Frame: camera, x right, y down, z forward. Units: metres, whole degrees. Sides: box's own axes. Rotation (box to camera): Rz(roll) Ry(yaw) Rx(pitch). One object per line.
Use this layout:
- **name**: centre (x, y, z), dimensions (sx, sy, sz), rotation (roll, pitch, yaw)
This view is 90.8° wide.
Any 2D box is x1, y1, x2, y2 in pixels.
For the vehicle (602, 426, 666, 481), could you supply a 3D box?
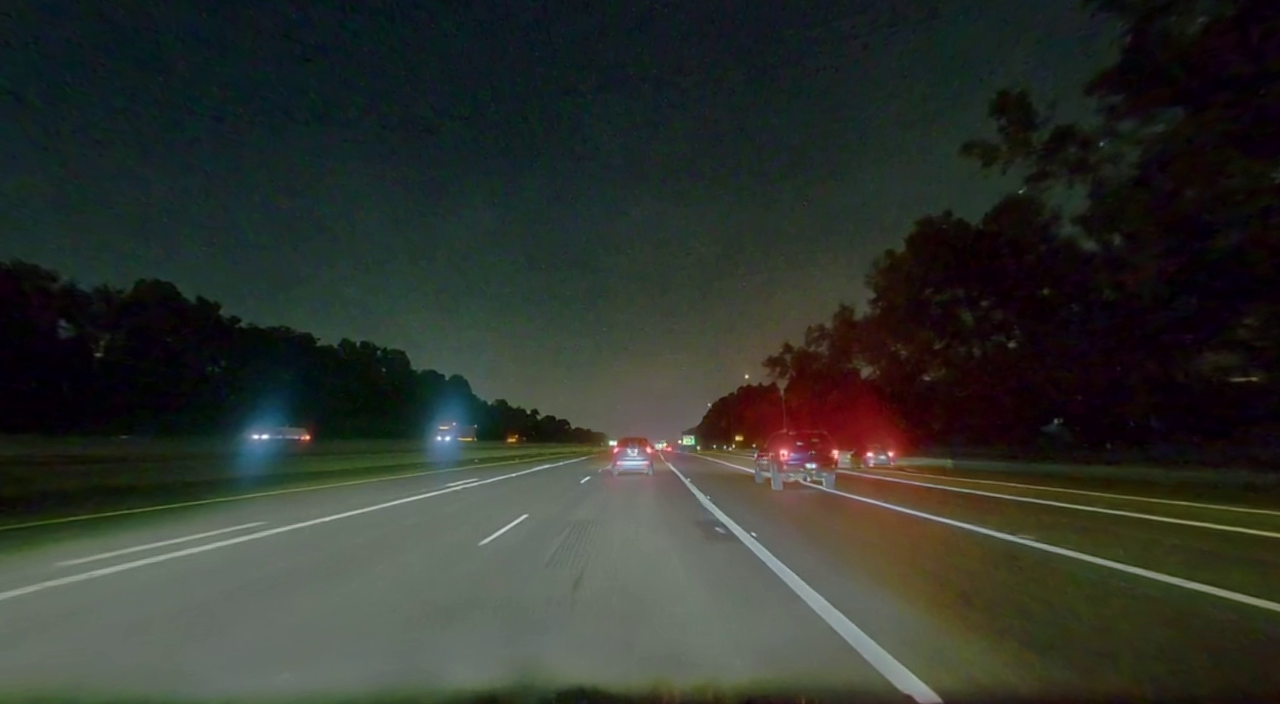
- **vehicle**: centre (-0.178, 3.911, 24.637), dimensions (2.269, 1.924, 4.596), rotation (0, -8, 1)

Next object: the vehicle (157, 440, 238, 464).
- **vehicle**: centre (-29.710, 6.740, 42.644), dimensions (1.917, 1.509, 4.817), rotation (0, -8, 1)
